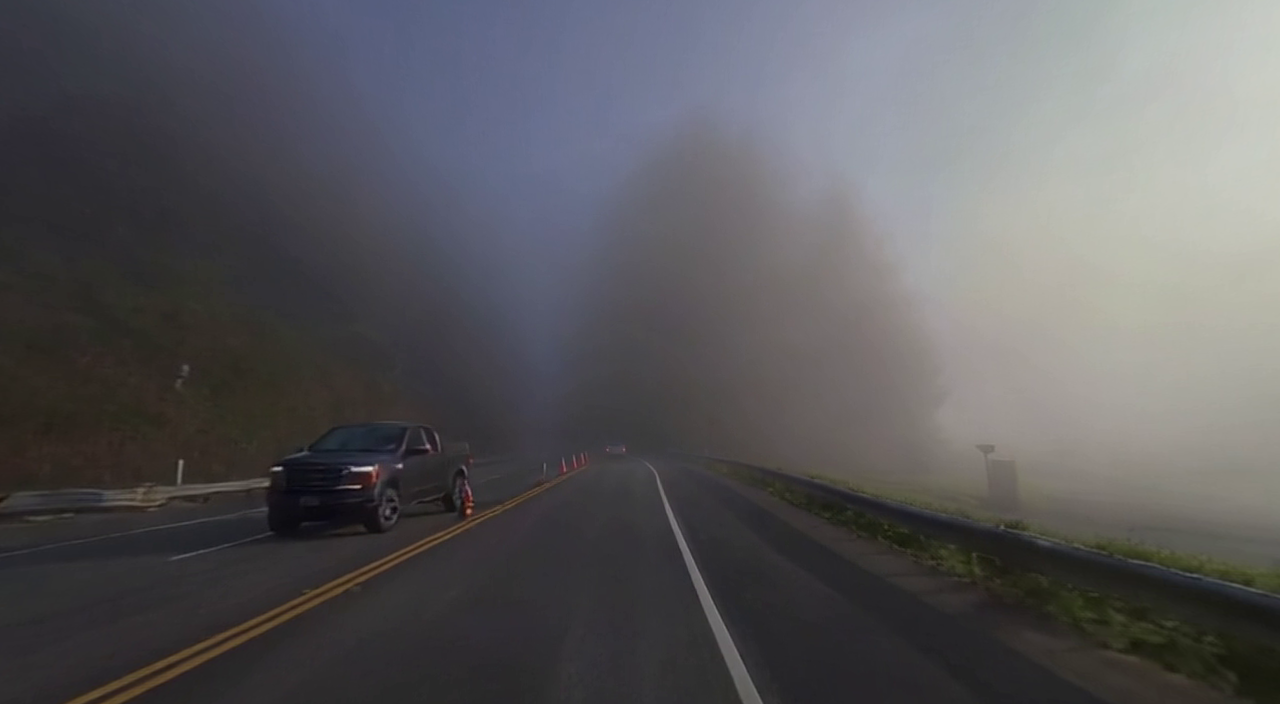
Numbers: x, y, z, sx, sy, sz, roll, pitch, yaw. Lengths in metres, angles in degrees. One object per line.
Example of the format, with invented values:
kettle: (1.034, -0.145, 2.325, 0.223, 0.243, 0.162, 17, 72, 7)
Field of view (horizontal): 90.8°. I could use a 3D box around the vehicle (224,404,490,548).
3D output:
vehicle: (-4.522, 2.080, 11.425, 2.128, 1.944, 5.555, 0, -8, 1)
